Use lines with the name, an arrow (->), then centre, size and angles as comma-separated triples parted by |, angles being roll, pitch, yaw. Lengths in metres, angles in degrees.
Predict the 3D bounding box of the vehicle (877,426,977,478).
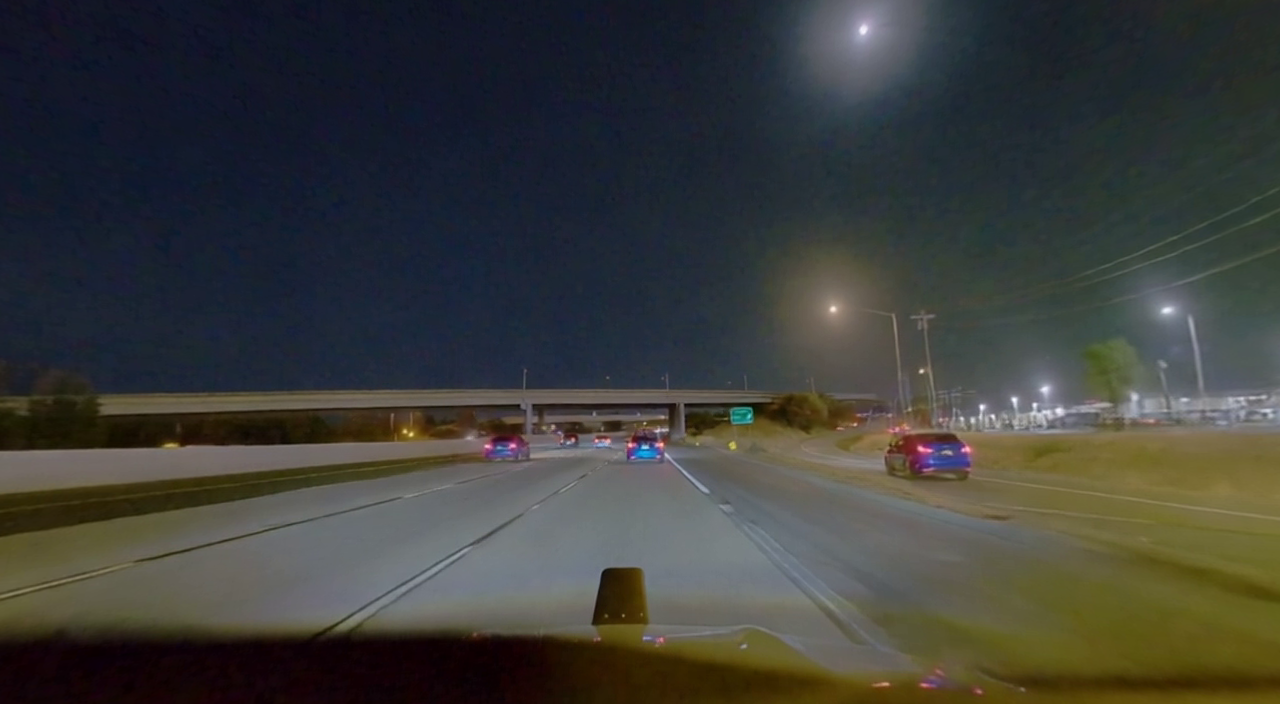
vehicle -> 10.539, 3.705, 23.607 | 2.095, 1.674, 4.530 | 1, -8, 7

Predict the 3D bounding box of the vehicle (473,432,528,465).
vehicle -> -7.614, 5.336, 34.931 | 2.067, 1.682, 4.388 | 0, -8, 0

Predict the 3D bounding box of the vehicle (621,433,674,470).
vehicle -> 0.266, 4.368, 27.847 | 2.145, 1.493, 4.146 | 0, -8, -1
